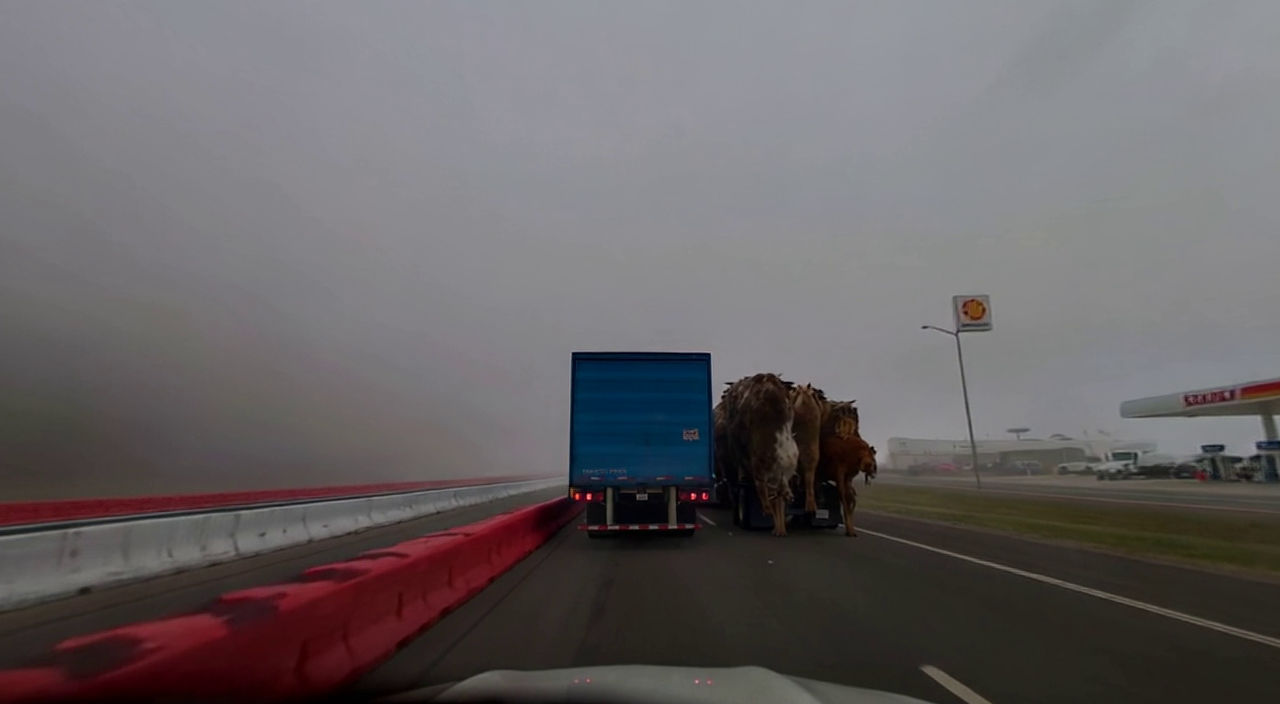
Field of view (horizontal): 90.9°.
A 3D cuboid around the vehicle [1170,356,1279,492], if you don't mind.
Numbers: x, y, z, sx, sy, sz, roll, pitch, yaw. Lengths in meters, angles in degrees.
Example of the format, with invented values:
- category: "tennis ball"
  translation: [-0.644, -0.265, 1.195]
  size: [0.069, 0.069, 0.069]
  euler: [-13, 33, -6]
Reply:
- category: "vehicle"
  translation: [20.853, 1.651, 16.139]
  size: [2.771, 4.075, 13.513]
  euler: [1, -11, 0]

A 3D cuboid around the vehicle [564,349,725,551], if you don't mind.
- category: "vehicle"
  translation: [0.042, 2.376, 14.813]
  size: [2.618, 3.306, 8.676]
  euler: [1, -10, 0]

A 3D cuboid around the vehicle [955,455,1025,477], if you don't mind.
- category: "vehicle"
  translation: [24.530, 8.020, 44.324]
  size: [1.762, 1.470, 4.485]
  euler: [3, -11, -11]

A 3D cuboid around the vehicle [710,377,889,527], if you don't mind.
- category: "vehicle"
  translation: [4.424, 3.287, 20.244]
  size: [2.936, 3.640, 9.443]
  euler: [1, -10, -2]
